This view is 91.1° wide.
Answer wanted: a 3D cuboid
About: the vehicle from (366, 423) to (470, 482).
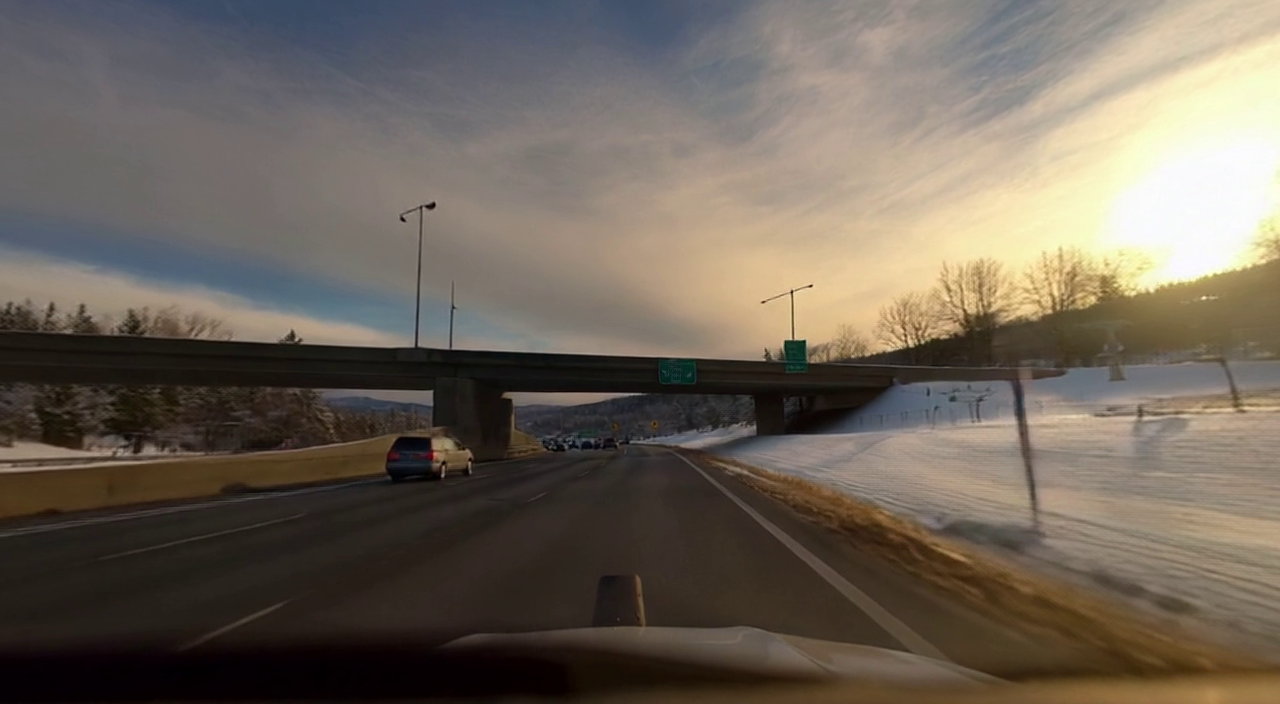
[{"bbox_3d":[-7.786,3.559,22.593,1.956,1.888,4.512,0,-8,2],"label":"vehicle"}]
